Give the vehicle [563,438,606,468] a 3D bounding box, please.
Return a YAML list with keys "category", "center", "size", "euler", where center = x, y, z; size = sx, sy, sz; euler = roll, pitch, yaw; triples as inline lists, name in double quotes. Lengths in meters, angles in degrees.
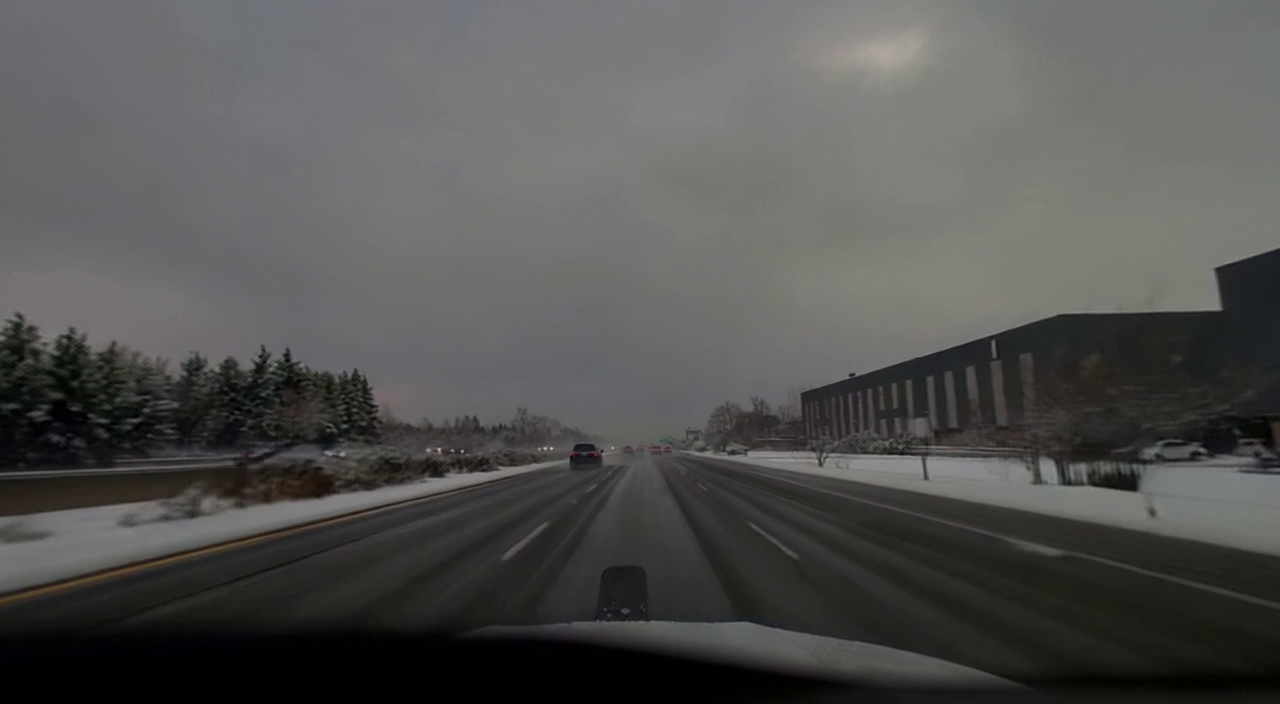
- category: "vehicle"
  center: [-3.537, 6.595, 41.211]
  size: [2.218, 1.850, 4.774]
  euler: [0, -9, 1]
